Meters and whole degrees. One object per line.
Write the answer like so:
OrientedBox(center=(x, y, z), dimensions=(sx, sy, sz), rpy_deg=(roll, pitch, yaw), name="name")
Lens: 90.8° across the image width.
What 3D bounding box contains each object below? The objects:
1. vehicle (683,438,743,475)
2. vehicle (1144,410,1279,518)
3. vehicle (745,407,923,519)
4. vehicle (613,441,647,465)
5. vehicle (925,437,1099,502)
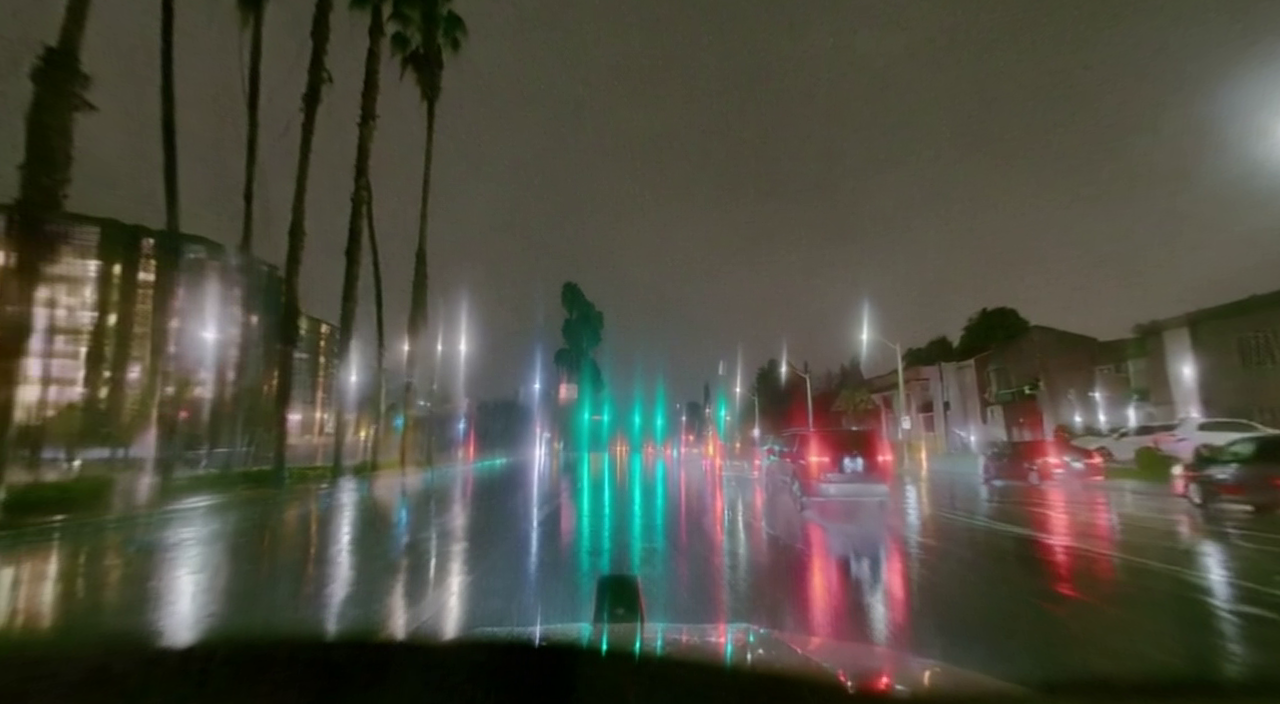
OrientedBox(center=(3.189, 4.675, 28.464), dimensions=(2.010, 1.509, 4.377), rpy_deg=(0, -9, -3), name="vehicle")
OrientedBox(center=(12.723, 2.053, 11.590), dimensions=(2.157, 1.937, 5.386), rpy_deg=(0, -9, -5), name="vehicle")
OrientedBox(center=(3.754, 2.273, 13.327), dimensions=(2.104, 1.910, 4.693), rpy_deg=(0, -9, -2), name="vehicle")
OrientedBox(center=(-0.662, 6.550, 41.114), dimensions=(2.115, 1.464, 4.205), rpy_deg=(0, -9, -2), name="vehicle")
OrientedBox(center=(9.680, 3.071, 16.950), dimensions=(1.871, 1.465, 4.395), rpy_deg=(0, -9, -2), name="vehicle")
